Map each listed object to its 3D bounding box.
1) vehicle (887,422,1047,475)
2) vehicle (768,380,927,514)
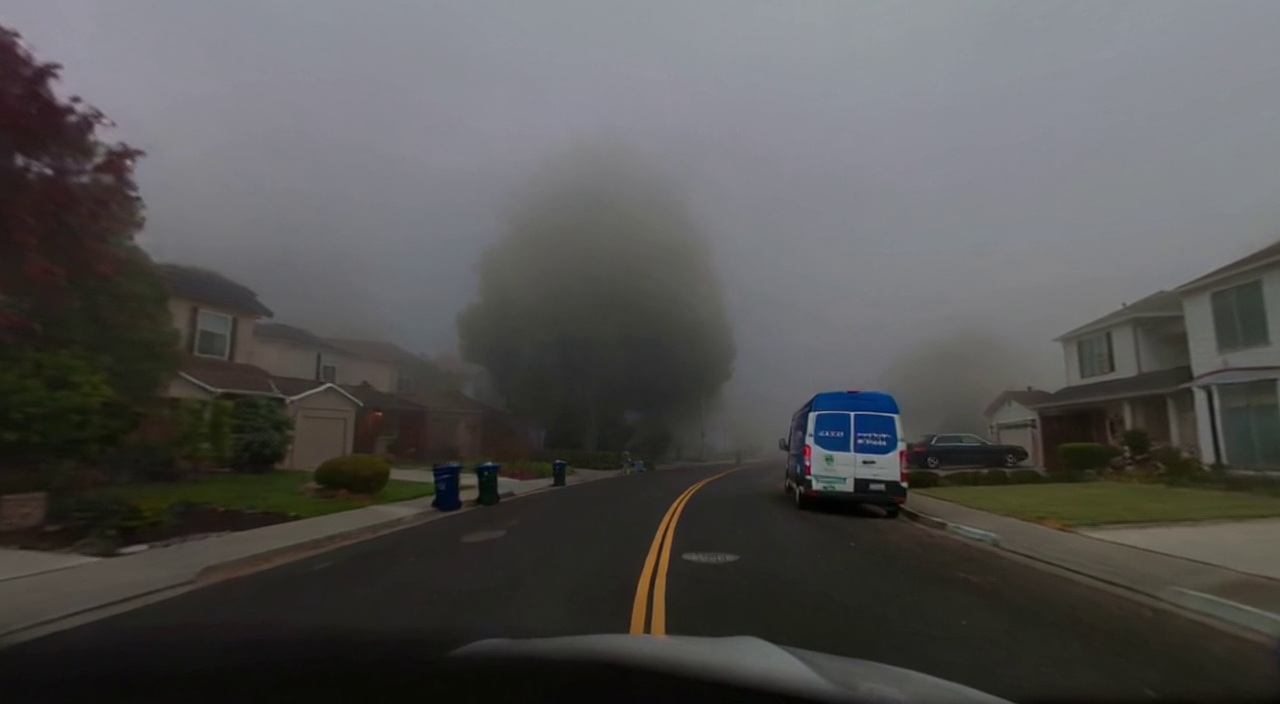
[{"bbox_3d":[12.181,3.696,23.898,4.791,1.472,2.114,-7,-11,9],"label":"vehicle"},{"bbox_3d":[4.871,2.403,16.132,2.684,2.712,6.197,-1,-9,8],"label":"vehicle"}]
